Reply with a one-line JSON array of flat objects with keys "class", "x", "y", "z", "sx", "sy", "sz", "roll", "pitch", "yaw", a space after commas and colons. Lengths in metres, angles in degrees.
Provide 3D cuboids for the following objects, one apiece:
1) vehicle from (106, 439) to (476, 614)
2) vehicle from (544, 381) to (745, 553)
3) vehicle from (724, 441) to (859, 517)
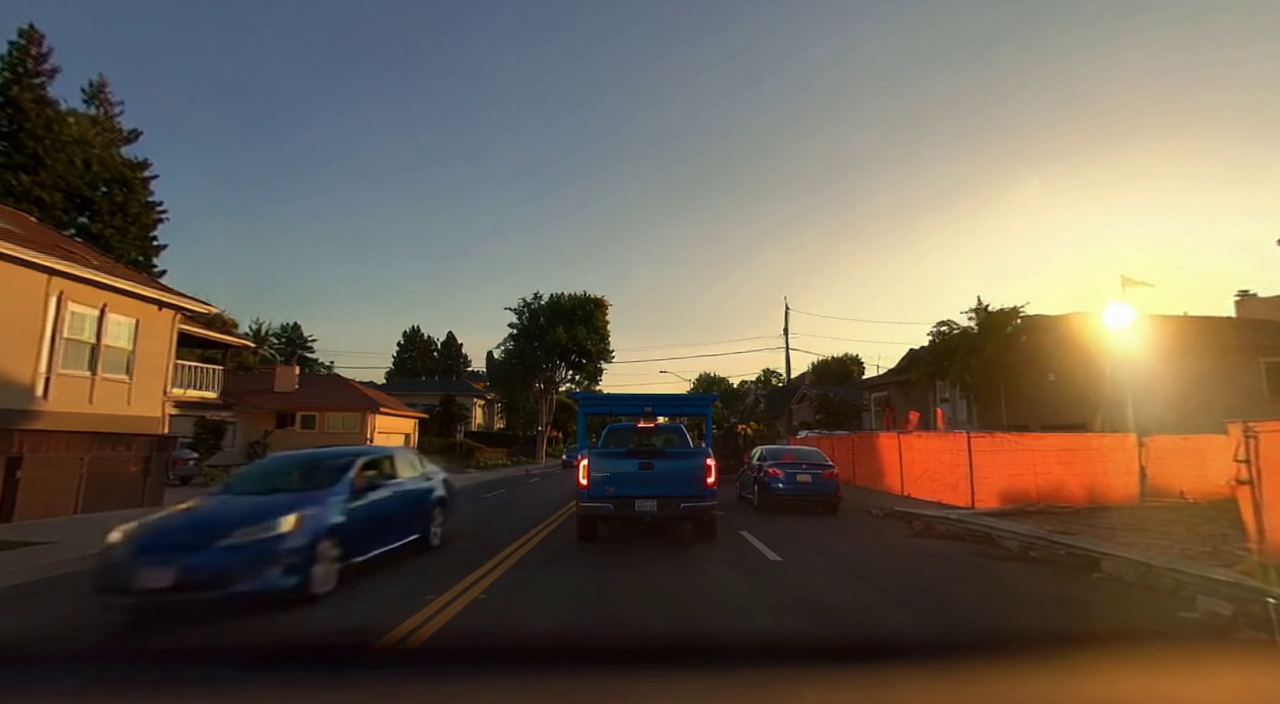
[{"class": "vehicle", "x": -3.711, "y": 1.898, "z": 7.898, "sx": 2.010, "sy": 1.533, "sz": 4.495, "roll": 0, "pitch": -9, "yaw": 1}, {"class": "vehicle", "x": 0.079, "y": 2.050, "z": 11.902, "sx": 2.751, "sy": 2.361, "sz": 6.347, "roll": 0, "pitch": -9, "yaw": 0}, {"class": "vehicle", "x": 3.323, "y": 2.866, "z": 14.793, "sx": 2.010, "sy": 1.499, "sz": 4.481, "roll": 0, "pitch": -9, "yaw": -1}]
